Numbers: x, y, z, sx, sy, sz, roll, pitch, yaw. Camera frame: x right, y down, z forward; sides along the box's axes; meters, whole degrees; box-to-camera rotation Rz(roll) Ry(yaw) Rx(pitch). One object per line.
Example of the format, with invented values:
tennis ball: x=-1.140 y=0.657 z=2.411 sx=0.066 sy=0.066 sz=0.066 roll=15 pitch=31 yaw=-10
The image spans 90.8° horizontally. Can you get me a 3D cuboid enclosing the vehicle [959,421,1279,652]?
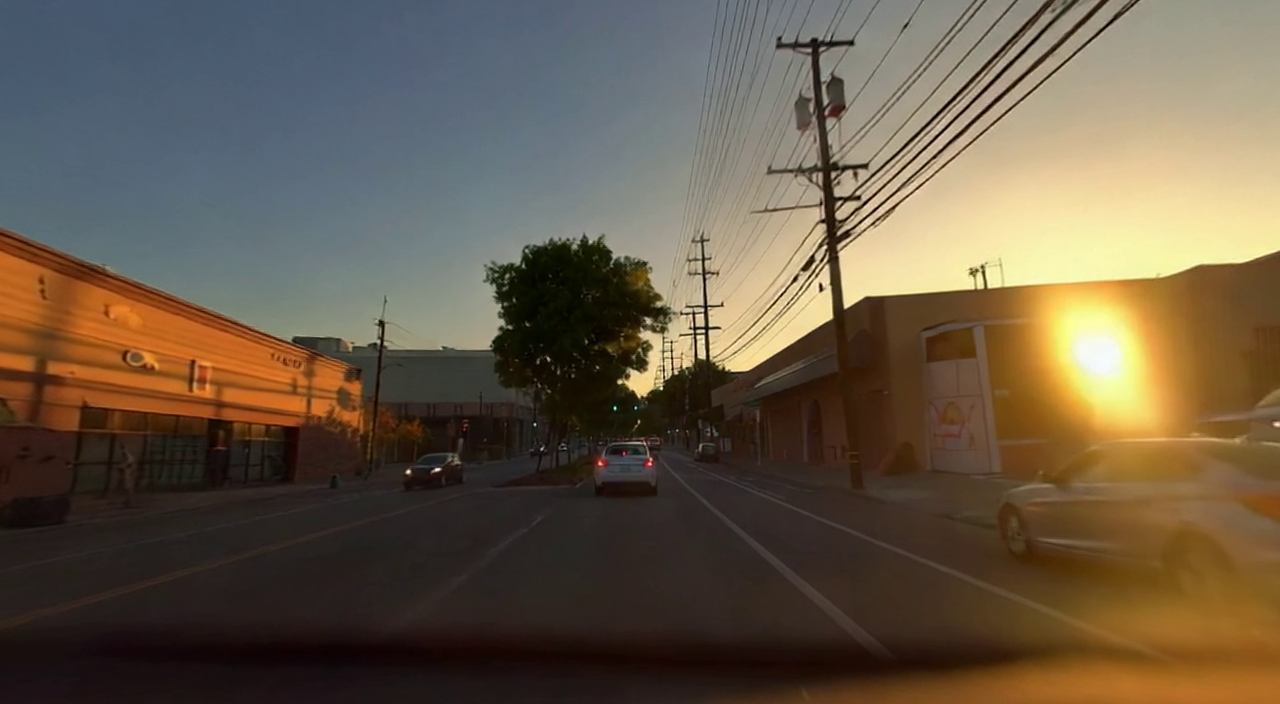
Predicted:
vehicle: x=5.217 y=1.488 z=6.028 sx=1.937 sy=1.523 sz=4.541 roll=0 pitch=-8 yaw=0

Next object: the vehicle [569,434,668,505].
vehicle: x=-0.476 y=2.790 z=15.461 sx=2.116 sy=1.479 sz=3.980 roll=0 pitch=-8 yaw=-1

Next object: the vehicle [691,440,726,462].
vehicle: x=4.804 y=6.953 z=44.650 sx=1.908 sy=1.470 sz=3.935 roll=0 pitch=-8 yaw=-2
